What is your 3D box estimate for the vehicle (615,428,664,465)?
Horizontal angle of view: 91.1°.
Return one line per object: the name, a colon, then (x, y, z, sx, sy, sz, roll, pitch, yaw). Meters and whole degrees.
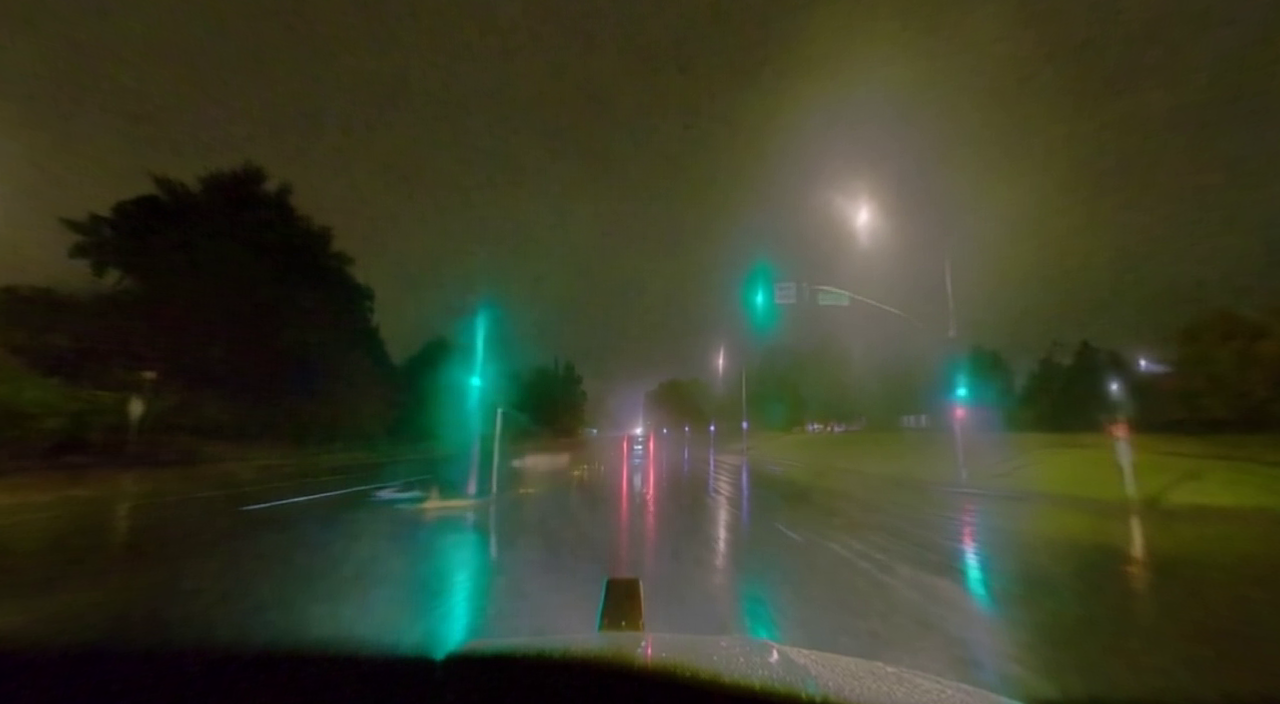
vehicle: (-0.019, 4.710, 31.345, 2.256, 1.734, 4.176, 0, -8, 0)
